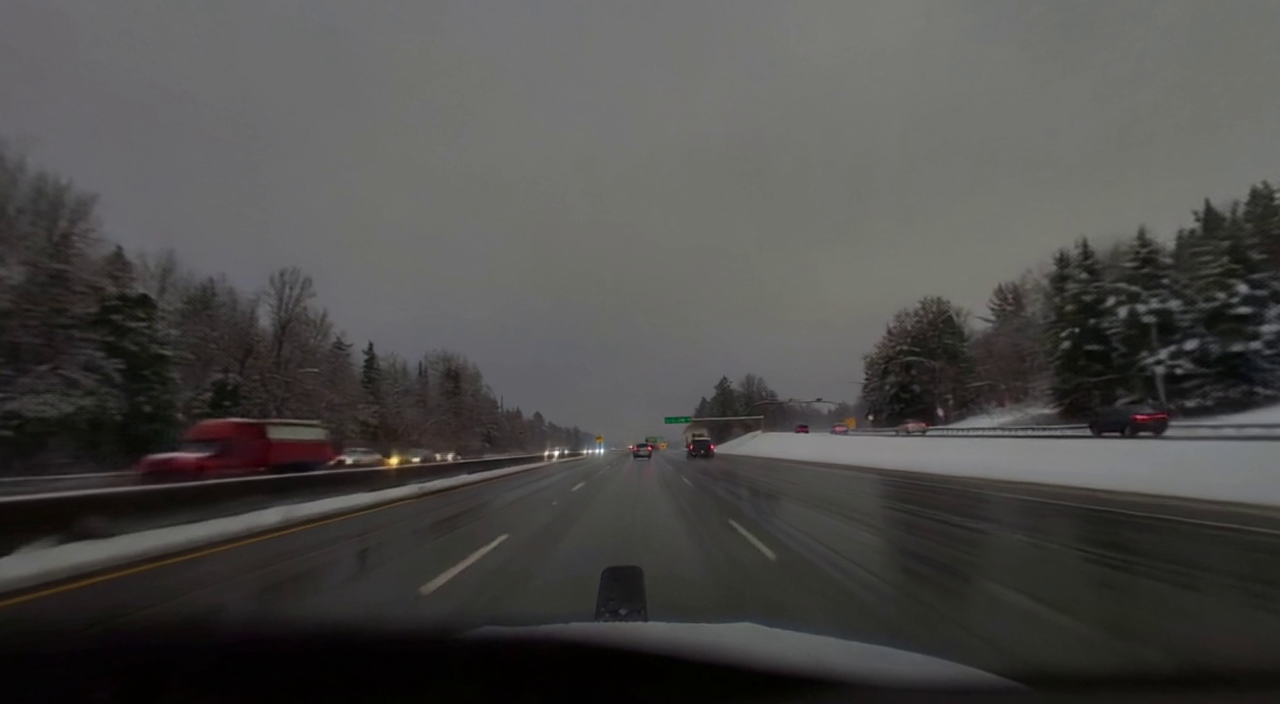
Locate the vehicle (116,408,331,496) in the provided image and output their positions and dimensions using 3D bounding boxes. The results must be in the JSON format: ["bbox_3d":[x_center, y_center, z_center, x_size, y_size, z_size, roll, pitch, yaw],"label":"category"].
[{"bbox_3d":[-18.842,4.690,29.935,2.974,3.380,10.472,-1,-9,1],"label":"vehicle"}]

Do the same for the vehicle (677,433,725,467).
[{"bbox_3d":[3.958,6.476,41.743,2.505,2.020,5.532,0,-8,-1],"label":"vehicle"}]

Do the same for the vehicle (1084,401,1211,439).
[{"bbox_3d":[21.472,2.974,26.973,1.872,1.459,4.502,-1,-8,3],"label":"vehicle"}]

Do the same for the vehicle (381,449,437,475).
[{"bbox_3d":[-14.520,6.925,39.845,1.844,1.496,4.305,-1,-8,1],"label":"vehicle"}]
